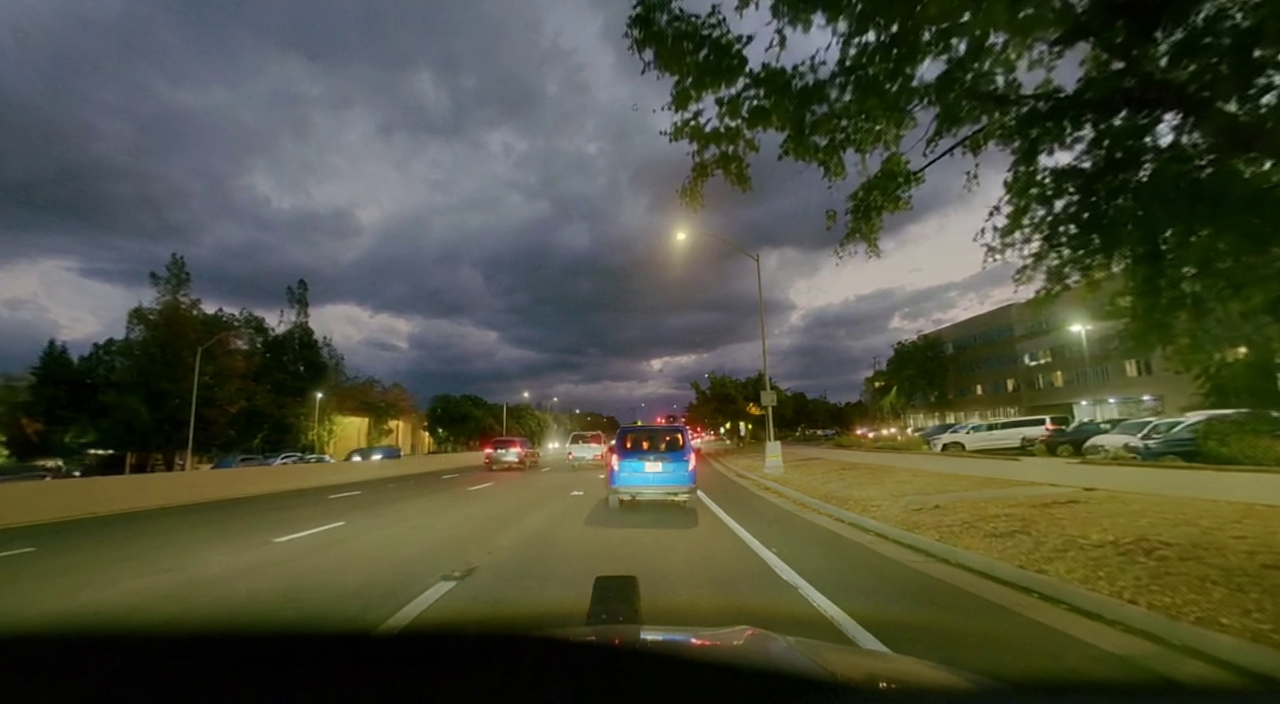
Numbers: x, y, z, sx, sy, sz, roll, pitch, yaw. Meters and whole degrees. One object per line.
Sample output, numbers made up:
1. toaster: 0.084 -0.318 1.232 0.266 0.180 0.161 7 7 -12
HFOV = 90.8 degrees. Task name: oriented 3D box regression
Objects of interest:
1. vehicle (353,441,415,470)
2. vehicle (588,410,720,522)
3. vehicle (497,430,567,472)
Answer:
1. vehicle: -18.590 7.519 46.090 2.033 1.923 4.658 -1 -9 8
2. vehicle: 0.305 2.193 12.582 2.173 1.830 4.189 0 -9 2
3. vehicle: -5.278 4.920 31.583 2.154 1.902 4.735 -1 -9 7
